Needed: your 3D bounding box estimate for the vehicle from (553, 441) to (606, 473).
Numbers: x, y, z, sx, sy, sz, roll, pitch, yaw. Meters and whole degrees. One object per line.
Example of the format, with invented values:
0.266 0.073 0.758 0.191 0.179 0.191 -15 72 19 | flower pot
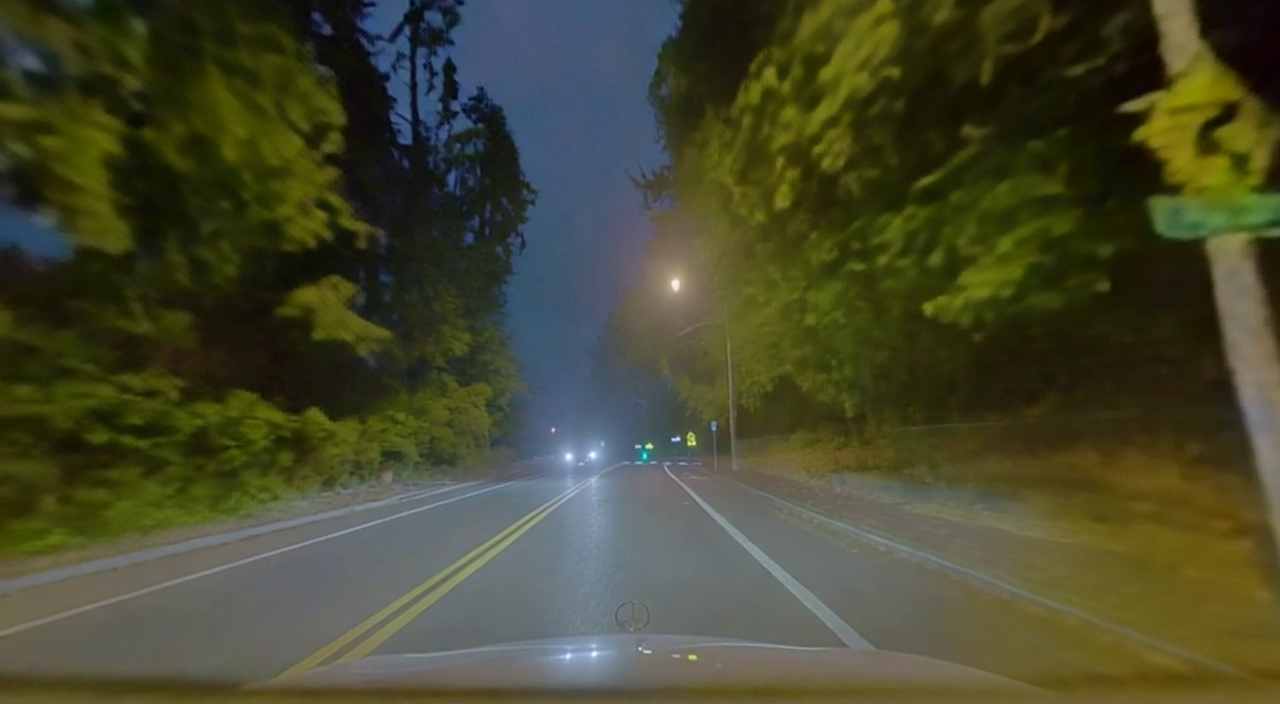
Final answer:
-3.398 6.064 36.601 2.390 1.721 4.863 -1 -9 3 | vehicle
